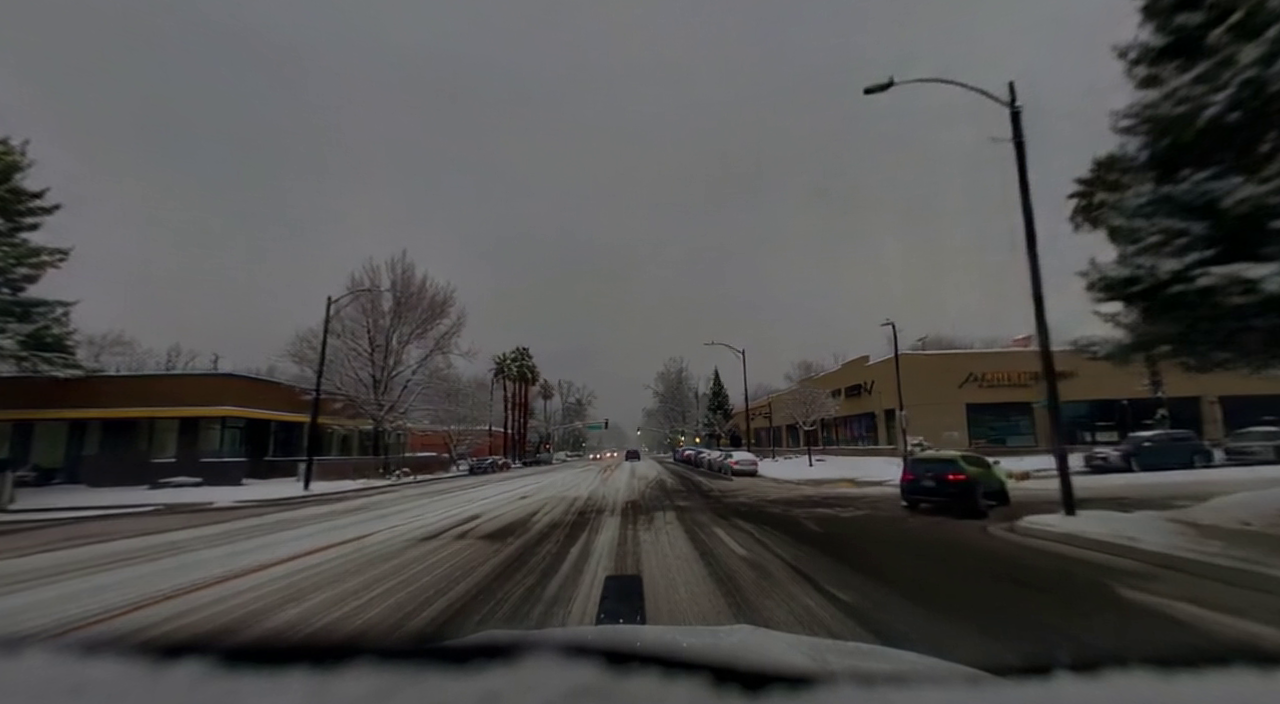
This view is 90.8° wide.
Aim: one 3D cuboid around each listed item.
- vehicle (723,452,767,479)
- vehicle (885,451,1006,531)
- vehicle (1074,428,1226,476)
[{"bbox_3d":[6.455,7.036,39.478,1.840,1.503,4.760,0,-9,-1],"label":"vehicle"},{"bbox_3d":[7.172,3.036,14.557,2.067,1.477,4.653,-5,-10,30],"label":"vehicle"},{"bbox_3d":[21.479,4.225,26.769,4.482,1.895,2.176,0,-9,-1],"label":"vehicle"}]
